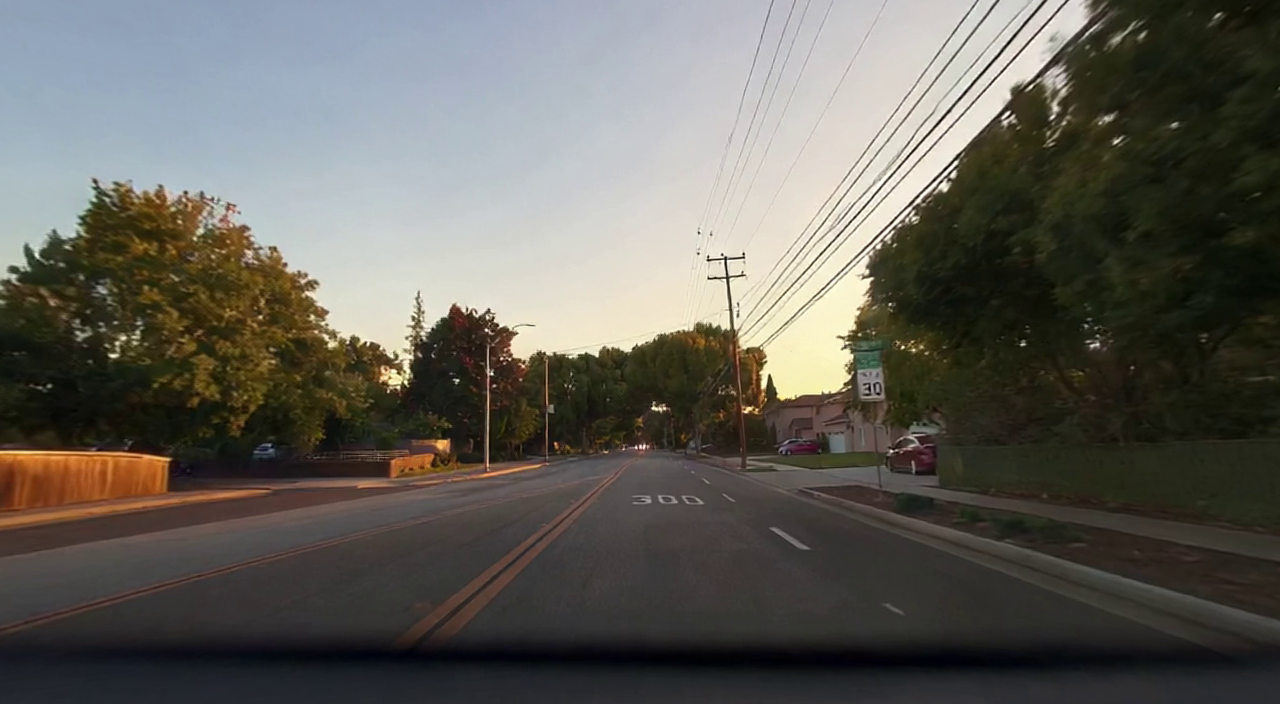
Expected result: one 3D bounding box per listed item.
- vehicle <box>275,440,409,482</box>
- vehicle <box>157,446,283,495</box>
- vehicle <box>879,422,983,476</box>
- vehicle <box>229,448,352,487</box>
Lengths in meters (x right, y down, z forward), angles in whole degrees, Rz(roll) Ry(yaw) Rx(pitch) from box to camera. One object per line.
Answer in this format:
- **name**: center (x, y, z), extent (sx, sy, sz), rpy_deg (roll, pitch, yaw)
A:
- **vehicle**: center (-13.939, 5.056, 29.597), extent (5.038, 1.774, 2.764), rpy_deg (-2, -8, 18)
- **vehicle**: center (-15.839, 4.377, 23.775), extent (4.191, 1.594, 2.309), rpy_deg (-5, -9, 31)
- **vehicle**: center (11.653, 3.947, 25.697), extent (1.965, 1.680, 5.338), rpy_deg (-9, -9, 5)
- **vehicle**: center (-14.848, 4.884, 26.854), extent (4.195, 1.497, 2.291), rpy_deg (-3, -10, 20)
